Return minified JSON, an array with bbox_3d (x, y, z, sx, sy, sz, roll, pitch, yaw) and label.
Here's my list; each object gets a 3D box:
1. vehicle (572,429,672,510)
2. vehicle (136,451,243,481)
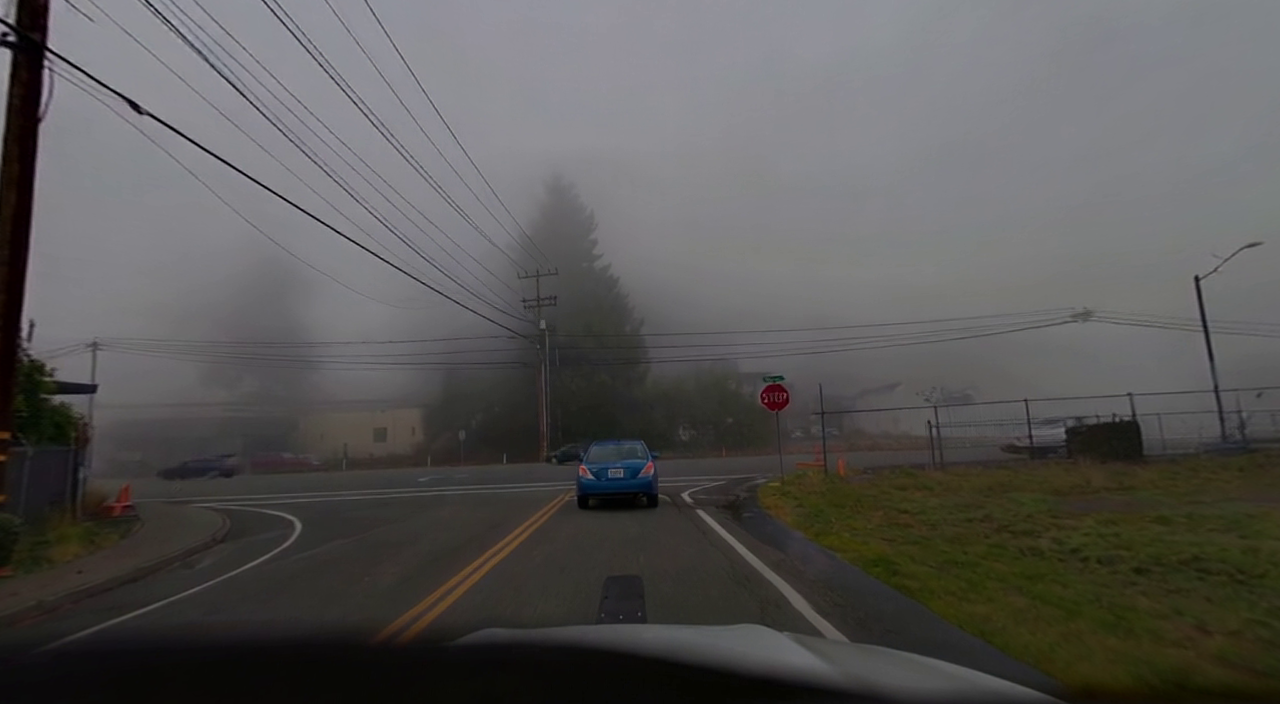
[{"bbox_3d":[-0.517,2.826,15.658,2.137,1.698,4.166,0,-8,-4],"label":"vehicle"},{"bbox_3d":[-26.295,6.660,37.020,4.667,1.614,1.820,0,-8,-7],"label":"vehicle"}]
